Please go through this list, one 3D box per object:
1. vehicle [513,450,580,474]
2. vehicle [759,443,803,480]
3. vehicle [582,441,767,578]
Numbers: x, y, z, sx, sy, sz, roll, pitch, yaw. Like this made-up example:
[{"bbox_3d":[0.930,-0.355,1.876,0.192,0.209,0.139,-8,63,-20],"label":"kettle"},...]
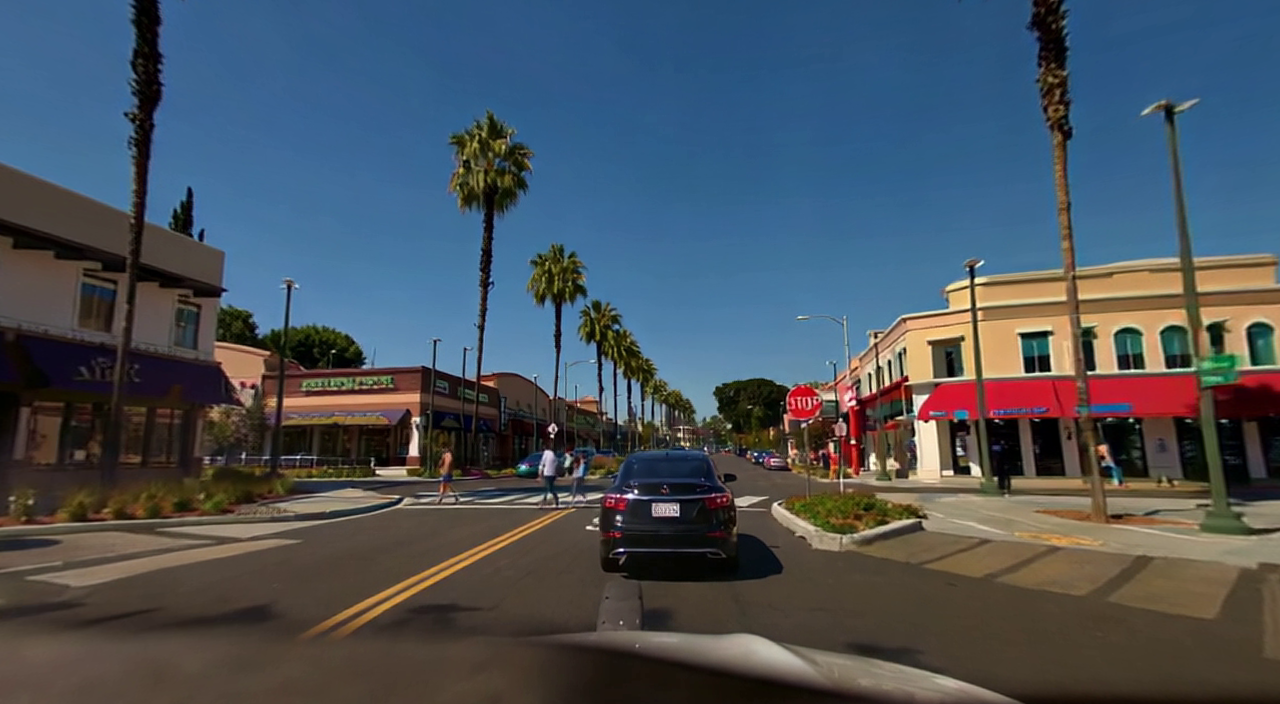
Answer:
[{"bbox_3d":[-6.909,8.103,46.854,4.529,1.682,1.895,7,-11,-36],"label":"vehicle"},{"bbox_3d":[9.410,7.257,42.174,2.467,2.369,1.577,6,-10,-35],"label":"vehicle"},{"bbox_3d":[0.539,2.045,9.026,2.031,1.479,3.969,-1,-9,5],"label":"vehicle"}]
